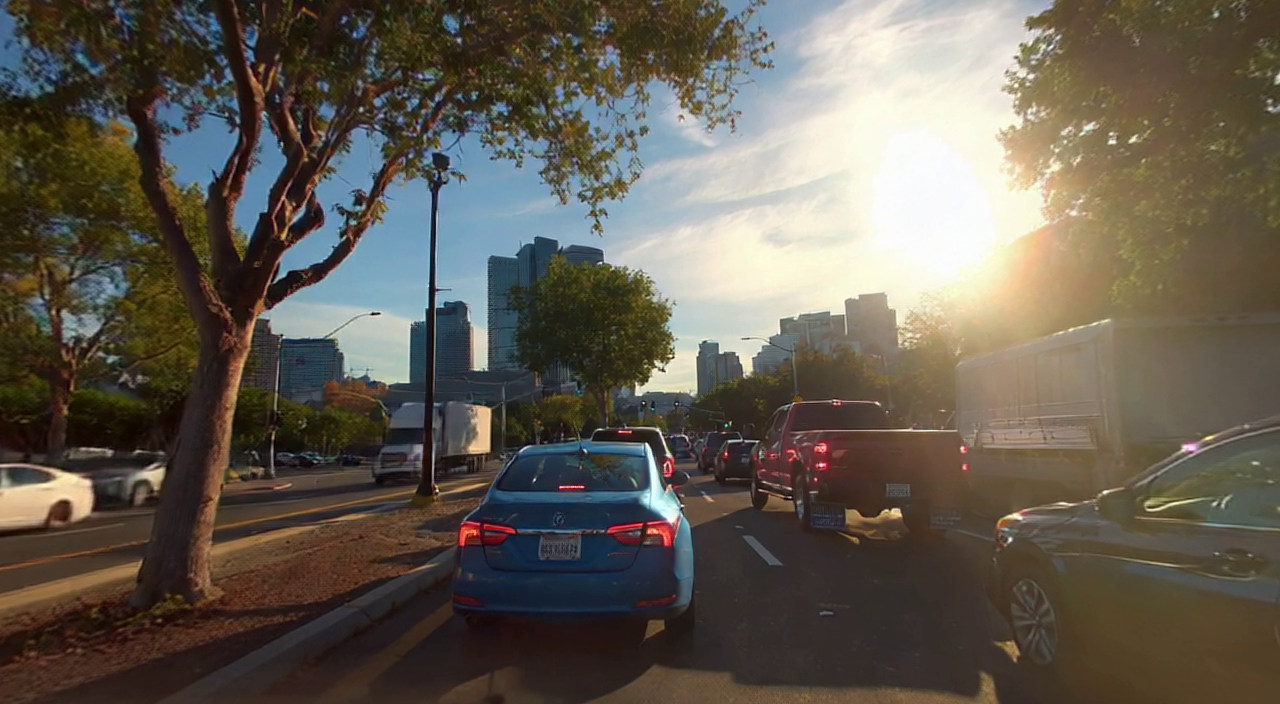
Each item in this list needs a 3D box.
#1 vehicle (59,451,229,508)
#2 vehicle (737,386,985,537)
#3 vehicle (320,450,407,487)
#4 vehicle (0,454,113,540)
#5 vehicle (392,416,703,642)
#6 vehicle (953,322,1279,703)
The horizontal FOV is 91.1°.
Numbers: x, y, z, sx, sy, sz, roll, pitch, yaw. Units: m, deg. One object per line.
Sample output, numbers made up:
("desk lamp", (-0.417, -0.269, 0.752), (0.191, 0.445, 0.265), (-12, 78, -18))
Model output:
("vehicle", (-16.306, 4.168, 21.015), (1.937, 1.650, 4.465), (0, -9, 2))
("vehicle", (3.528, 1.948, 11.687), (2.444, 2.098, 5.766), (0, -8, -1))
("vehicle", (-12.482, 5.249, 28.645), (2.055, 1.524, 4.074), (0, -9, 1))
("vehicle", (-12.614, 2.706, 11.725), (1.907, 1.522, 4.115), (0, -9, 0))
("vehicle", (-0.576, 1.499, 6.336), (2.111, 1.506, 4.018), (0, -9, 2))
("vehicle", (3.158, 0.755, 2.067), (1.982, 1.709, 4.427), (0, -9, 1))
